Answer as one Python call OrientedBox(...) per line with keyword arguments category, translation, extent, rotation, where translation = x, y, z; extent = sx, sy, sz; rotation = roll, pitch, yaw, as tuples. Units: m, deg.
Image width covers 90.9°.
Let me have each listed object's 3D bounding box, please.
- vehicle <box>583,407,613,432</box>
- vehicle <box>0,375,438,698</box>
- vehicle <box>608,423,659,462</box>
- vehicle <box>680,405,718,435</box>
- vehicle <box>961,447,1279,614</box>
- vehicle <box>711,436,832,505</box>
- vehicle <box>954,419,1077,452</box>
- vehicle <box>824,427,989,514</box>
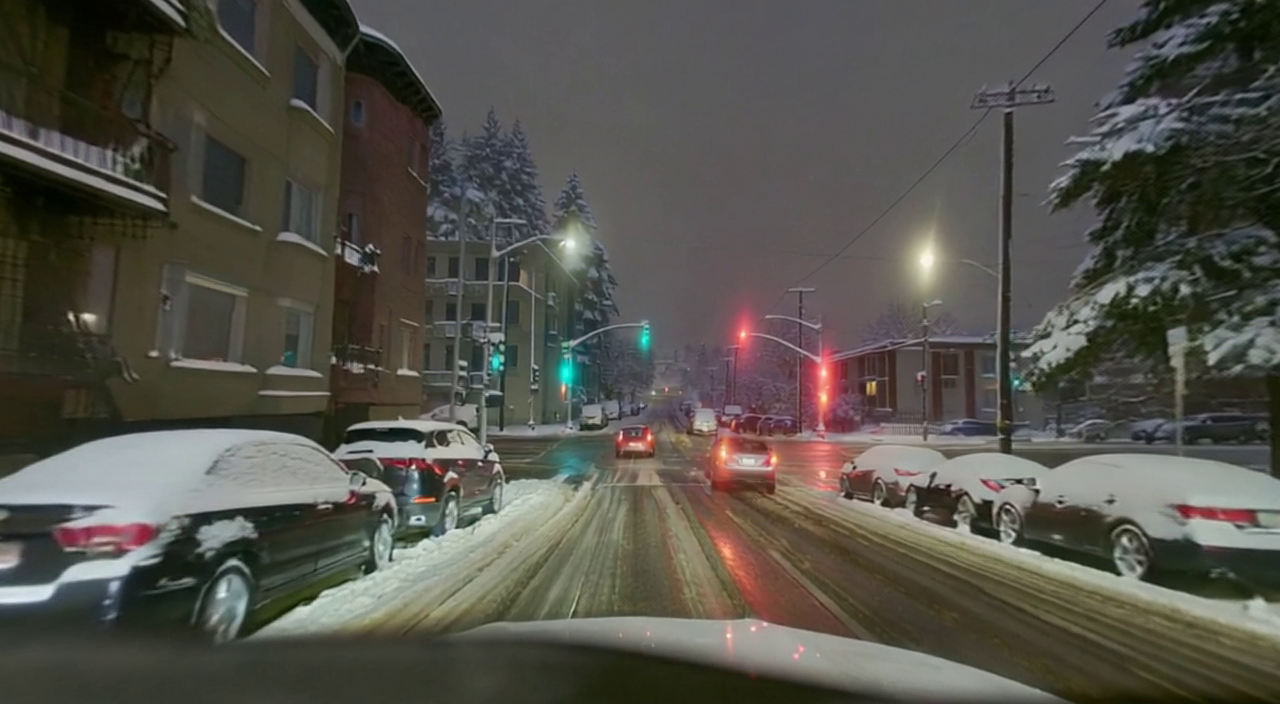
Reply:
OrientedBox(category="vehicle", translation=(-2.859, 4.697, 43.578), extent=(1.878, 1.521, 3.697), rotation=(0, -9, -1))
OrientedBox(category="vehicle", translation=(-3.482, 1.312, 5.616), extent=(1.922, 1.704, 4.398), rotation=(0, -9, 0))
OrientedBox(category="vehicle", translation=(-0.218, 3.651, 25.770), extent=(1.923, 1.460, 3.923), rotation=(0, -7, 1))
OrientedBox(category="vehicle", translation=(3.729, 4.414, 40.454), extent=(2.093, 1.655, 4.327), rotation=(0, -9, 1))
OrientedBox(category="vehicle", translation=(6.127, 1.912, 7.806), extent=(1.962, 1.438, 4.440), rotation=(0, -9, 0))
OrientedBox(category="vehicle", translation=(3.112, 2.920, 15.987), extent=(2.055, 1.450, 4.676), rotation=(0, -9, 0))
OrientedBox(category="vehicle", translation=(18.418, 4.151, 31.117), extent=(4.738, 1.537, 1.960), rotation=(-1, -9, 2))
OrientedBox(category="vehicle", translation=(6.106, 2.769, 15.153), extent=(1.999, 1.752, 4.502), rotation=(0, -9, 1))
